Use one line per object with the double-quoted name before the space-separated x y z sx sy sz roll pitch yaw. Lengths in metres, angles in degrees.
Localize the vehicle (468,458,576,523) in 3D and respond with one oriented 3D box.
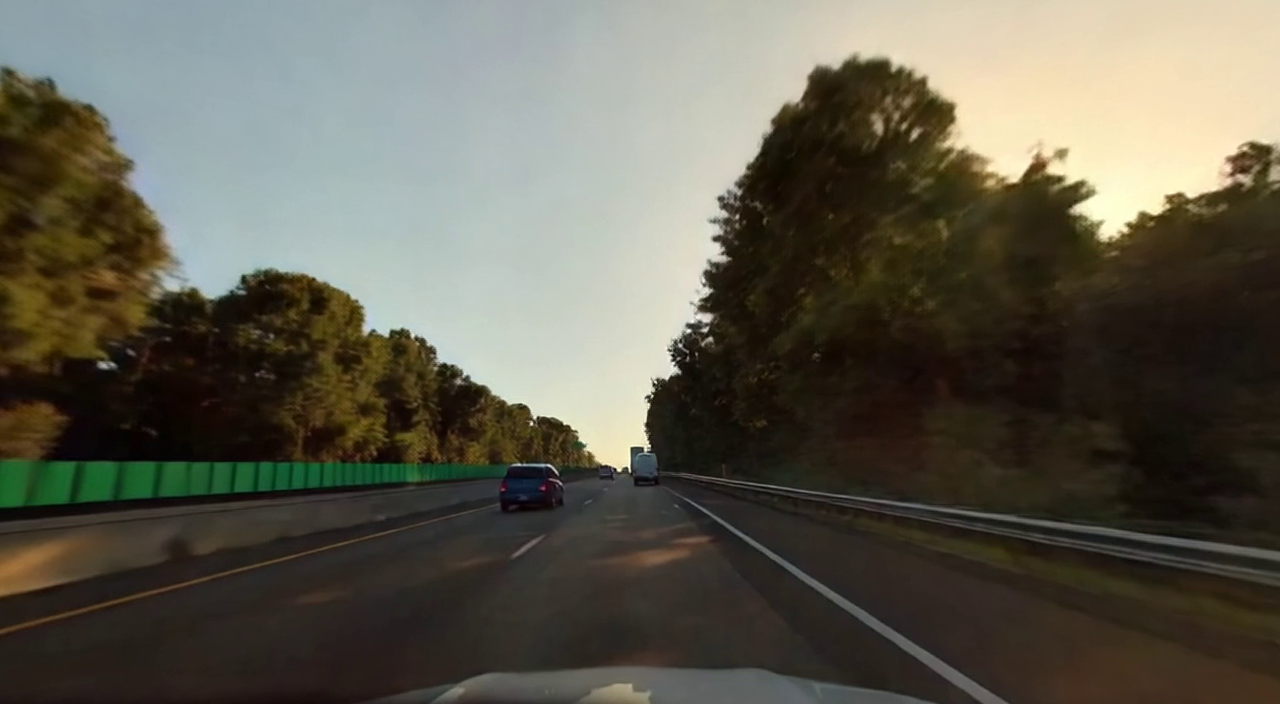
"vehicle" -3.034 3.705 17.206 2.038 1.490 4.391 1 -11 1
